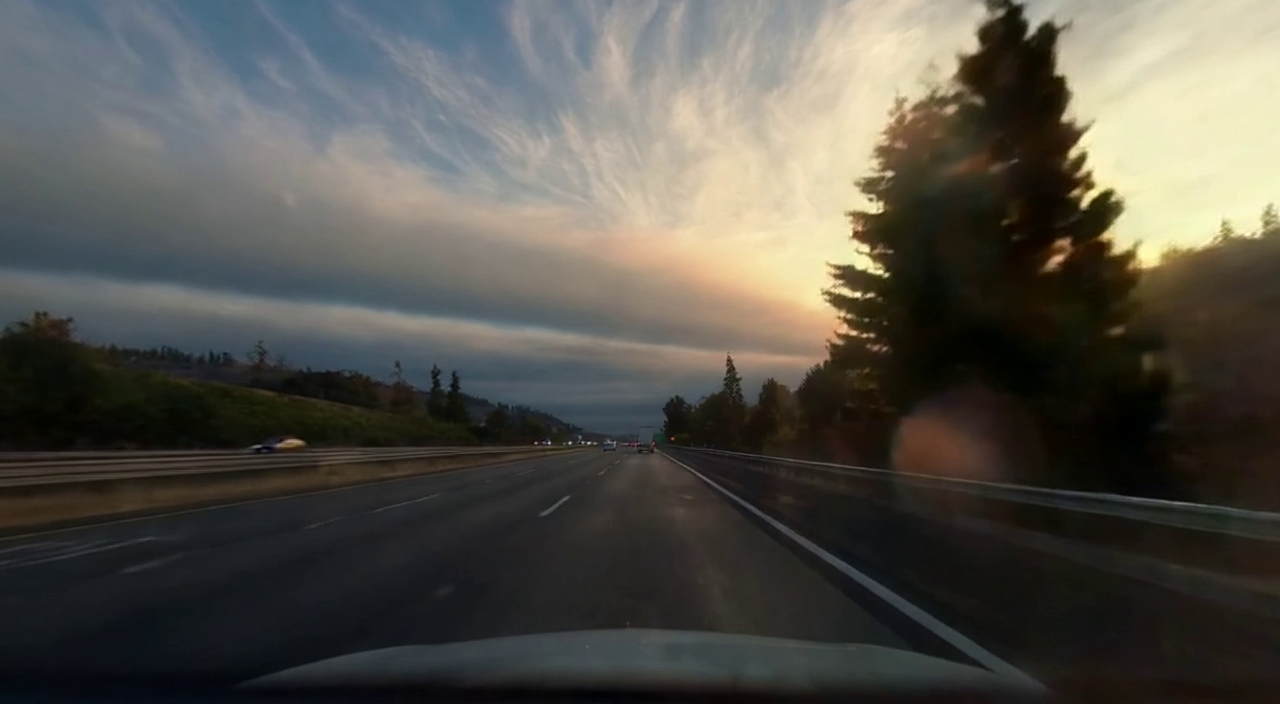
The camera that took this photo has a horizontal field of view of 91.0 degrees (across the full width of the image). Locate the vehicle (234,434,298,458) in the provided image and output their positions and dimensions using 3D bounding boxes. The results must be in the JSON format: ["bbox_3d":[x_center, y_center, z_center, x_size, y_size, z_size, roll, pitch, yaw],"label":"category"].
[{"bbox_3d":[-24.245,6.126,40.933,1.737,1.477,3.839,0,-8,1],"label":"vehicle"}]
